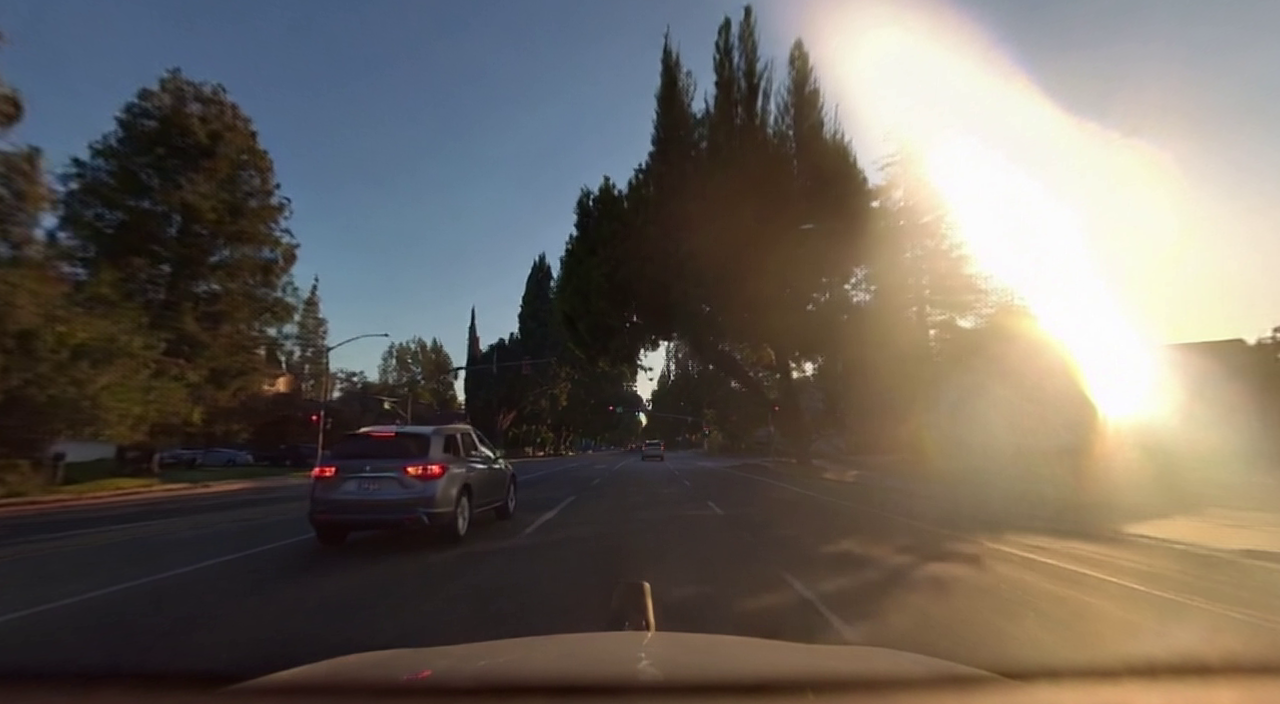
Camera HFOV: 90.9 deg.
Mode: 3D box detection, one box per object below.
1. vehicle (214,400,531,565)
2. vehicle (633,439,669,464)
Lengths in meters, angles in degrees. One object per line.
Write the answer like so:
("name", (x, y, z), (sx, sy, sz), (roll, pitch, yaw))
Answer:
("vehicle", (-3.471, 1.864, 9.808), (2.459, 1.825, 5.380), (-1, -8, 2))
("vehicle", (0.767, 7.441, 47.067), (2.437, 1.737, 4.420), (0, -8, -2))
